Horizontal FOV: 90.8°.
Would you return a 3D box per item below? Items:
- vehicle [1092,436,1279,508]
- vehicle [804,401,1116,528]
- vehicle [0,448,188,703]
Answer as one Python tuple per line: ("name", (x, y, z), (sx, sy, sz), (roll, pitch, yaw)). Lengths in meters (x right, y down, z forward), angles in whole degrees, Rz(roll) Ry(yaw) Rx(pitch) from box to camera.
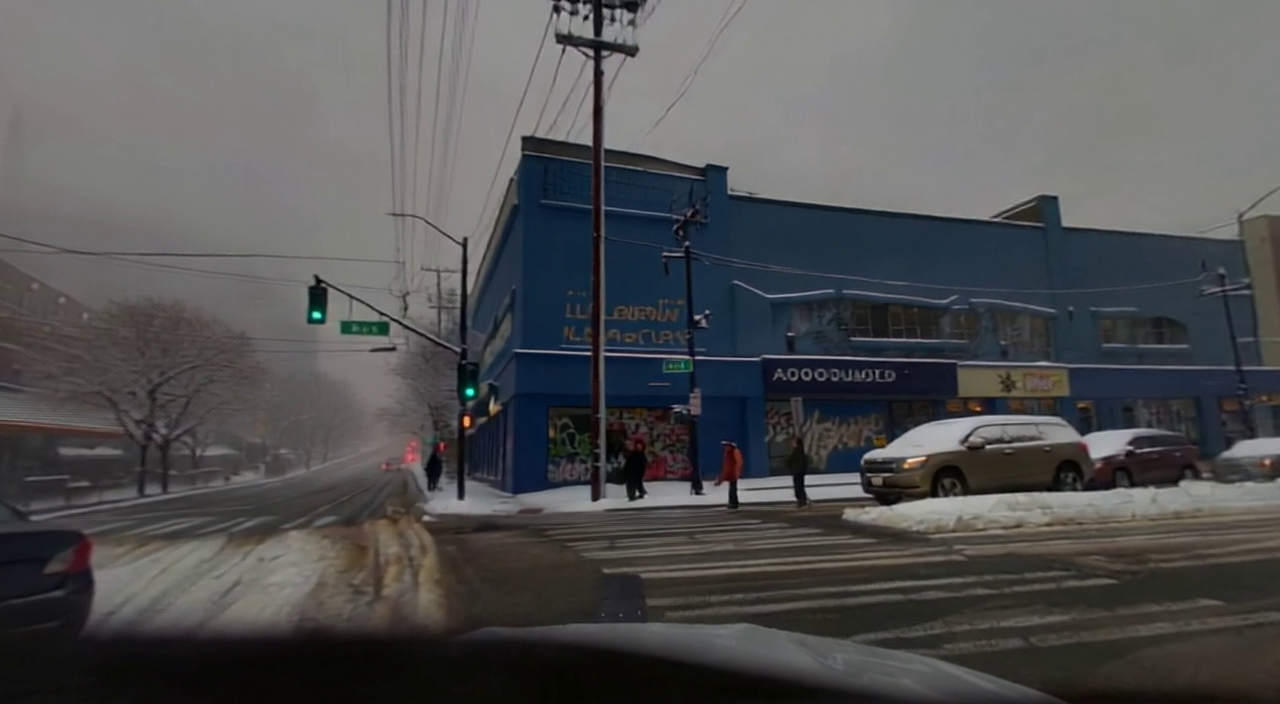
("vehicle", (13.207, 2.711, 14.697), (4.672, 1.459, 1.938), (3, -9, -20))
("vehicle", (5.940, 2.039, 11.908), (4.970, 1.972, 2.372), (3, -9, -21))
("vehicle", (-5.850, 1.380, 4.155), (4.439, 1.457, 2.097), (-2, -9, 11))
